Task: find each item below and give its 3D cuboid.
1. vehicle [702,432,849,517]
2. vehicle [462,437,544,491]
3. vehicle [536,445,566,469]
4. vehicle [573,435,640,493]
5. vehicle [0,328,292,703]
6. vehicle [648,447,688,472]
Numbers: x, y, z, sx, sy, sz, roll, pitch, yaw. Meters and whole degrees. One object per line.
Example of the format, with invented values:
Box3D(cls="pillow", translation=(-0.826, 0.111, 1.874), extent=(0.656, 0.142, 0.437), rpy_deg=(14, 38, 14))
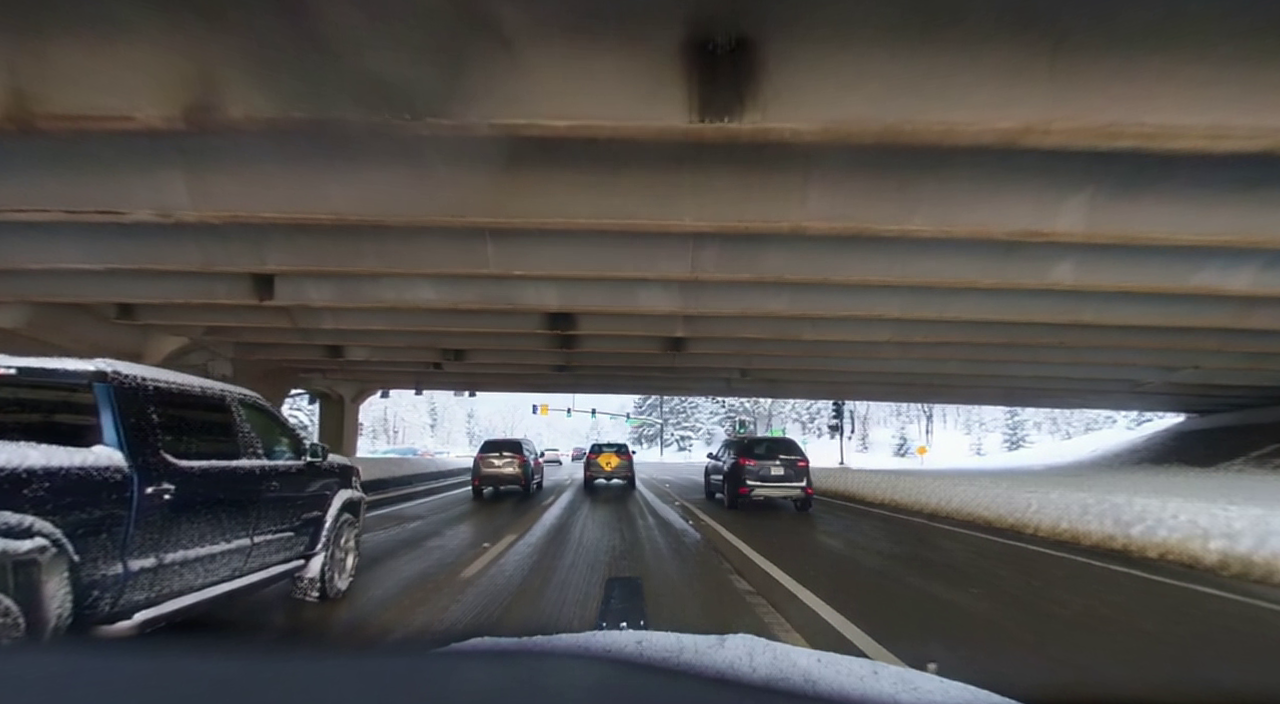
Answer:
Box3D(cls="vehicle", translation=(3.064, 2.925, 15.711), extent=(2.234, 1.720, 5.378), rpy_deg=(1, -8, -3))
Box3D(cls="vehicle", translation=(-4.699, 3.881, 22.252), extent=(2.127, 1.720, 4.064), rpy_deg=(0, -8, -3))
Box3D(cls="vehicle", translation=(-6.187, 7.309, 44.198), extent=(1.829, 1.614, 3.611), rpy_deg=(1, -8, -4))
Box3D(cls="vehicle", translation=(-1.108, 3.761, 21.505), extent=(2.097, 1.748, 3.794), rpy_deg=(0, -8, -2))
Box3D(cls="vehicle", translation=(-3.856, 0.802, 2.726), extent=(2.074, 1.814, 4.596), rpy_deg=(0, -8, -1))
Box3D(cls="vehicle", translation=(1.712, 6.831, 40.330), extent=(2.026, 1.457, 3.969), rpy_deg=(1, -8, -6))
